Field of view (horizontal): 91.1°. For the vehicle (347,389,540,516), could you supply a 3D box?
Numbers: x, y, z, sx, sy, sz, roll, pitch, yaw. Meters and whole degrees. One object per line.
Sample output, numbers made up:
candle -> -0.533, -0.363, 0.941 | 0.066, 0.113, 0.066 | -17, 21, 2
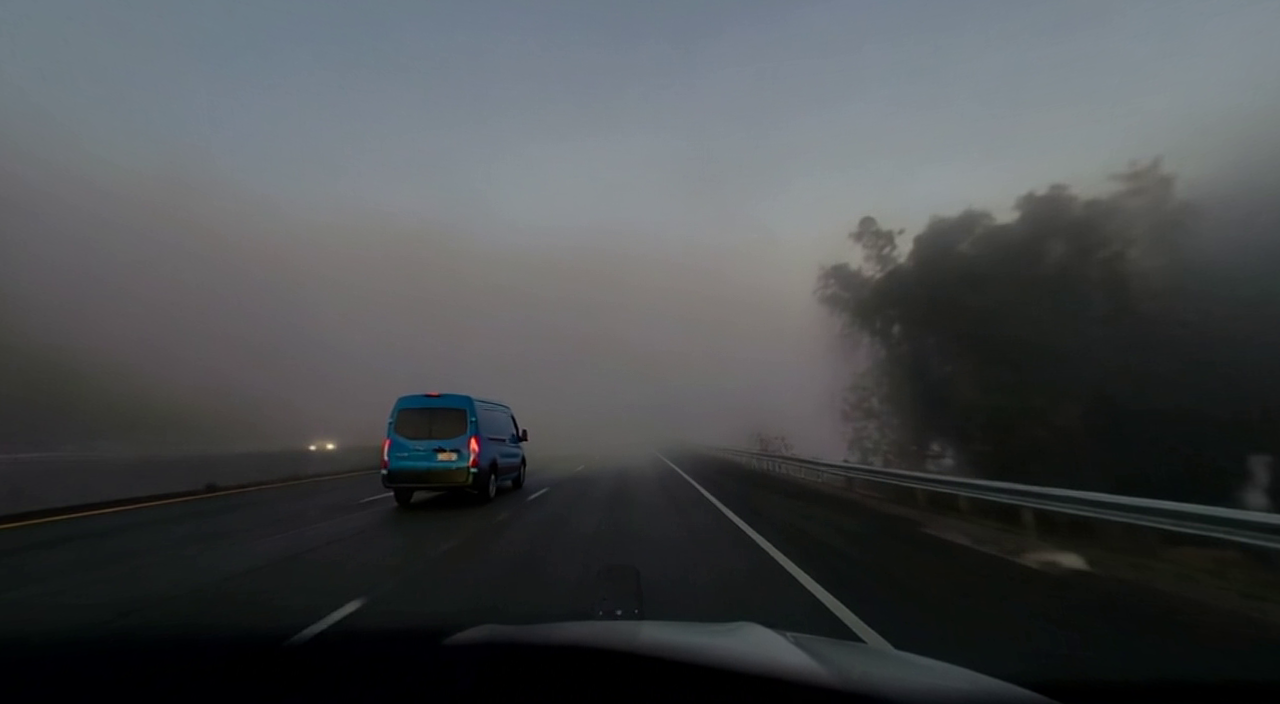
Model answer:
vehicle -> -3.605, 1.971, 12.768 | 2.309, 2.053, 4.884 | 0, -8, 0

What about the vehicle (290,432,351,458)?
vehicle -> -23.959, 6.977, 47.389 | 2.032, 1.837, 4.735 | 0, -8, 1
